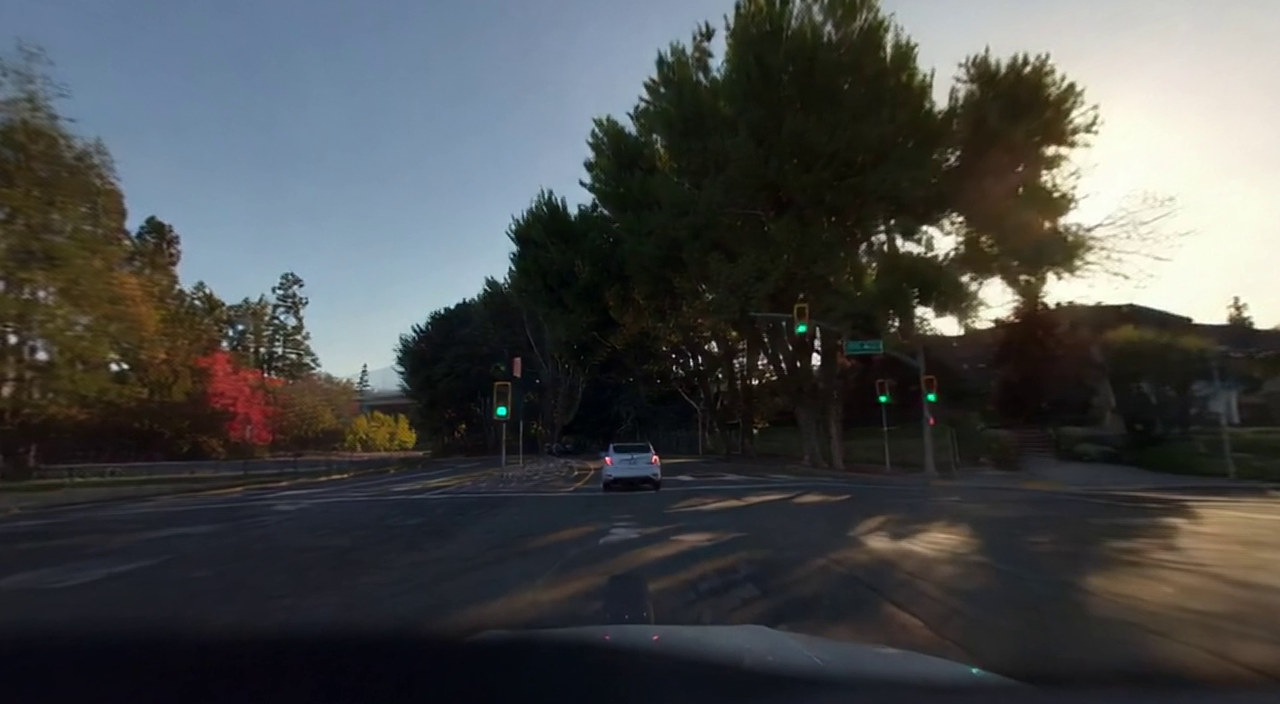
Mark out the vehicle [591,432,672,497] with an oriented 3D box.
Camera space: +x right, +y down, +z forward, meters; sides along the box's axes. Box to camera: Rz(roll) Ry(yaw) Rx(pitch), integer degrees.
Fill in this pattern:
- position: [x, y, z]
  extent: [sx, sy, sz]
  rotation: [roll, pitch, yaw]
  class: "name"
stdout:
- position: [-0.254, 3.371, 19.293]
  extent: [2.192, 1.734, 4.176]
  rotation: [0, -9, 0]
  class: "vehicle"
